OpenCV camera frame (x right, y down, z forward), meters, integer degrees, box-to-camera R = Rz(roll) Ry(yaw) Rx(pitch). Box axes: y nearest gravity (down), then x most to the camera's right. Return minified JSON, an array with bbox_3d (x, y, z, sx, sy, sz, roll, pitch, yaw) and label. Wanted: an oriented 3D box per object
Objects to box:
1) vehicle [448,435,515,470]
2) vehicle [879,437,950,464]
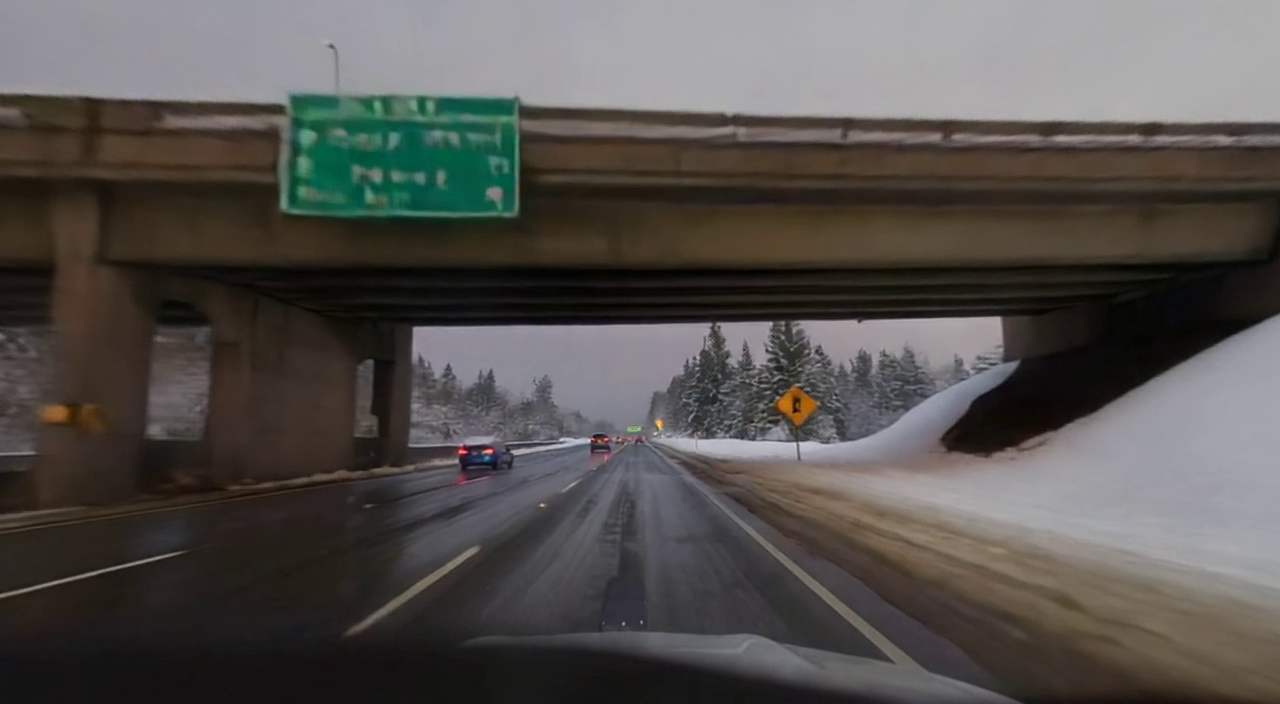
[{"bbox_3d":[-7.401,4.727,29.808,1.987,1.486,4.174,0,-8,1],"label":"vehicle"},{"bbox_3d":[17.279,6.202,39.974,2.000,1.515,4.188,0,-7,-11],"label":"vehicle"}]
